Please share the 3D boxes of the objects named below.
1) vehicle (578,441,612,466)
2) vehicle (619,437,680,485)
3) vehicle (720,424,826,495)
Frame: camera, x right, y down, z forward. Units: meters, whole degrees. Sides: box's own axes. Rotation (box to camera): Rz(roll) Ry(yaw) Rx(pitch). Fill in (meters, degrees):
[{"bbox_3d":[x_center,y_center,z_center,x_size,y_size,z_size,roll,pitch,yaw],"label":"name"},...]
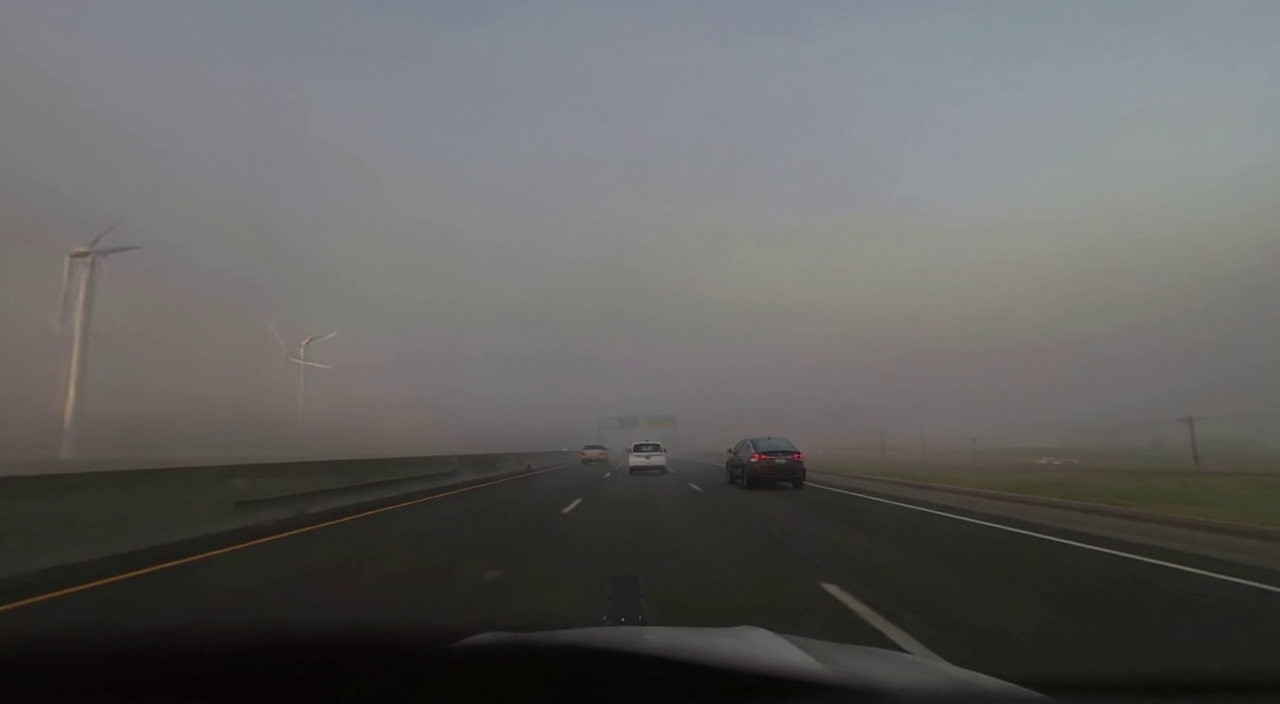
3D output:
[{"bbox_3d":[-3.396,7.749,48.229,2.131,1.784,4.635,0,-9,1],"label":"vehicle"},{"bbox_3d":[0.332,4.075,23.766,2.083,1.653,3.787,0,-9,0],"label":"vehicle"},{"bbox_3d":[3.880,3.250,19.354,2.104,1.861,4.956,0,-9,-1],"label":"vehicle"}]
